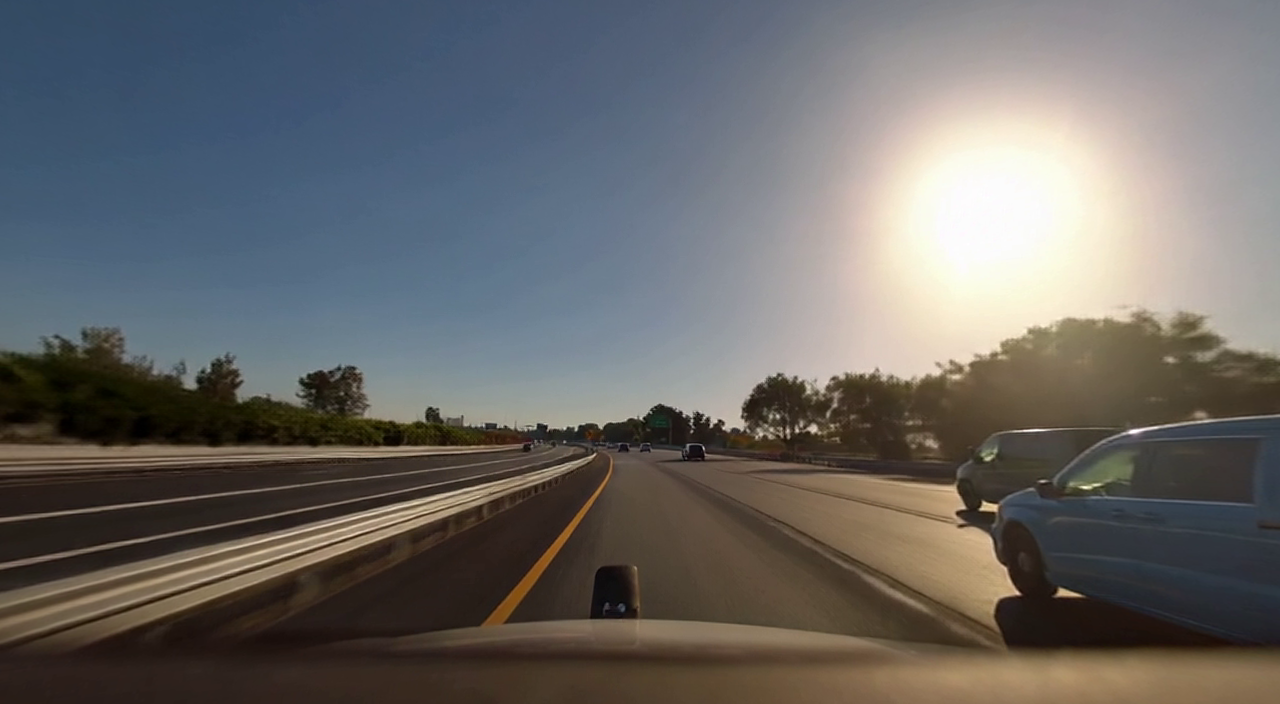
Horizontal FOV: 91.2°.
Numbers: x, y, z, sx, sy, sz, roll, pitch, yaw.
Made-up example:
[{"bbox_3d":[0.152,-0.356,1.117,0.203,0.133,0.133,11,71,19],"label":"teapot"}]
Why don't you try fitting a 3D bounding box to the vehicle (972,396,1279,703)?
[{"bbox_3d":[3.810,1.046,3.055,2.002,1.604,4.265,0,-9,0],"label":"vehicle"}]
